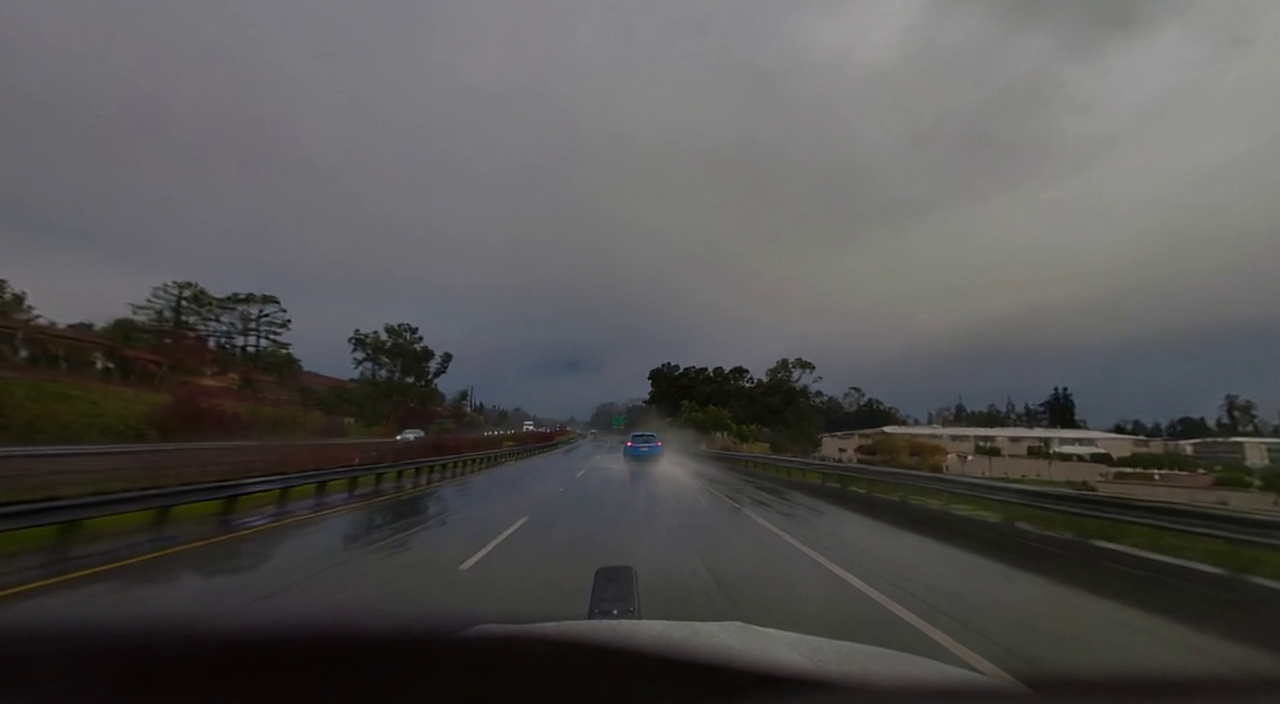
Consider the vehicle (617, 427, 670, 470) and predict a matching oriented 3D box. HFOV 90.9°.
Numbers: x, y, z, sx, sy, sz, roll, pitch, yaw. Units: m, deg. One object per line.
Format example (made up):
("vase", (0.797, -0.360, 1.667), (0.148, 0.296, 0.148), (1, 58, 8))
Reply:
("vehicle", (0.067, 3.982, 26.210), (2.020, 1.633, 3.942), (0, -8, -2))
